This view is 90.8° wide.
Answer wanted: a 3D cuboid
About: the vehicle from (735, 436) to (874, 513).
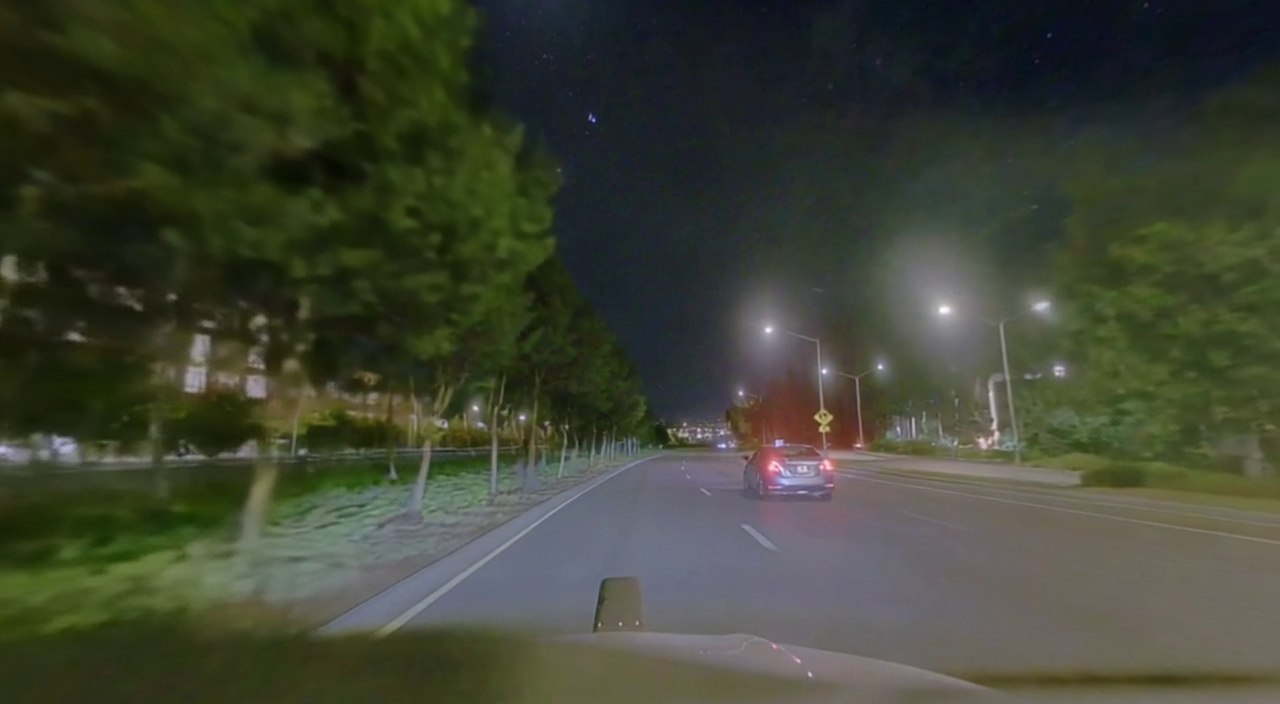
[{"bbox_3d":[3.553,2.722,14.604,1.928,1.481,4.453,0,-8,-1],"label":"vehicle"}]
